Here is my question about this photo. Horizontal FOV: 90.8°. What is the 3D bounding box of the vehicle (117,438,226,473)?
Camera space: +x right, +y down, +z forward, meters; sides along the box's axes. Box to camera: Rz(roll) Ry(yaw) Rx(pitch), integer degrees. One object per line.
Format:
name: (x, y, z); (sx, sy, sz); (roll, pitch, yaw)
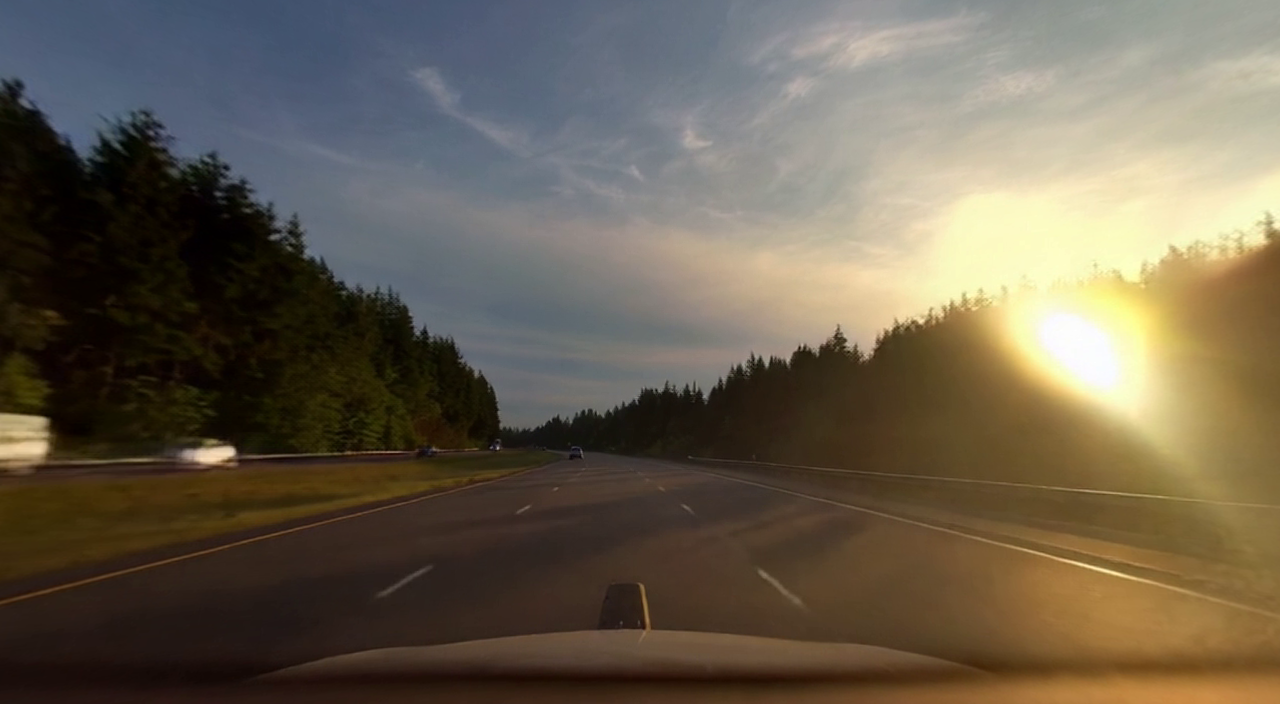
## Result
vehicle: (-20.798, 4.626, 28.260); (1.859, 1.461, 4.033); (0, -9, -2)
